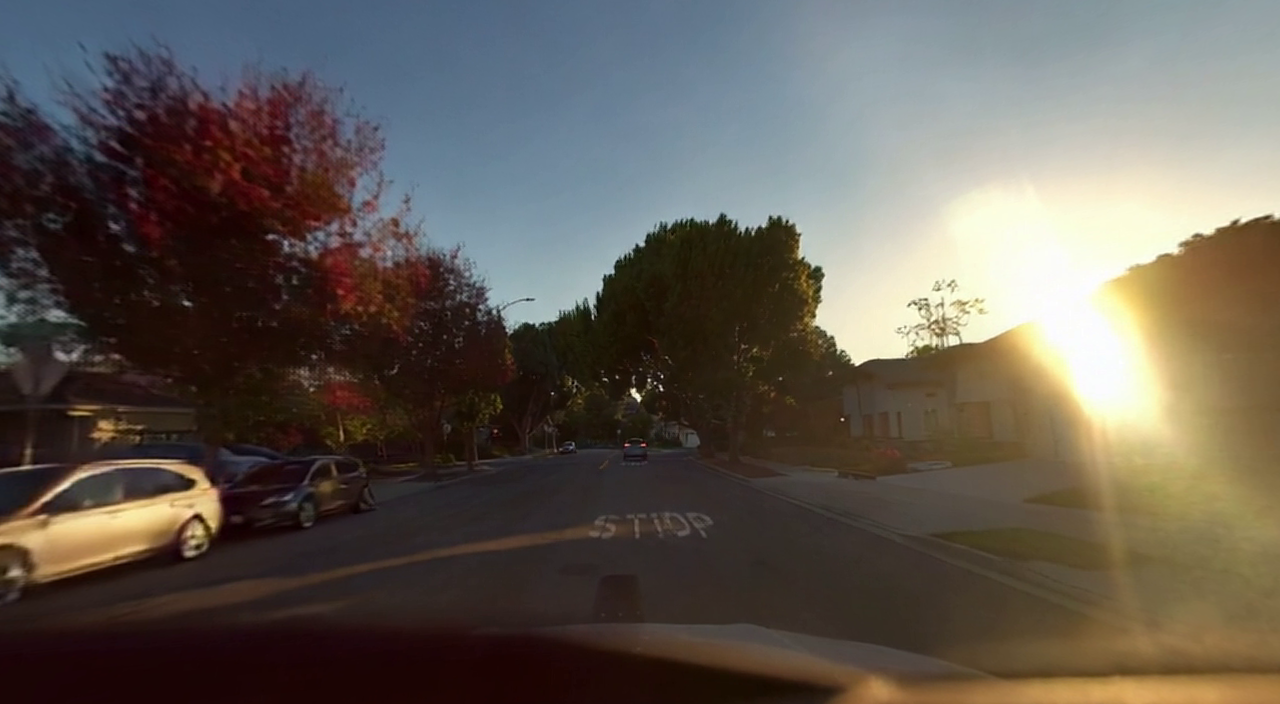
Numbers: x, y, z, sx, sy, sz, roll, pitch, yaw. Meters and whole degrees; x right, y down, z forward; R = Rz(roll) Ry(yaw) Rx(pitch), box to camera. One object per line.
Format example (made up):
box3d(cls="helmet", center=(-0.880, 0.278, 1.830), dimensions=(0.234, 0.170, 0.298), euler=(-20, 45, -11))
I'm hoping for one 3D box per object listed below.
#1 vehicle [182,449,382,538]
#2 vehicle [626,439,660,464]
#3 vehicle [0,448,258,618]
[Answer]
box3d(cls="vehicle", center=(-6.971, 2.736, 12.826), dimensions=(1.789, 1.481, 3.957), euler=(0, -8, -1))
box3d(cls="vehicle", center=(0.206, 6.369, 40.441), dimensions=(2.043, 1.484, 4.340), euler=(0, -8, 0))
box3d(cls="vehicle", center=(-6.968, 1.945, 7.589), dimensions=(1.972, 1.543, 4.622), euler=(0, -8, -2))
